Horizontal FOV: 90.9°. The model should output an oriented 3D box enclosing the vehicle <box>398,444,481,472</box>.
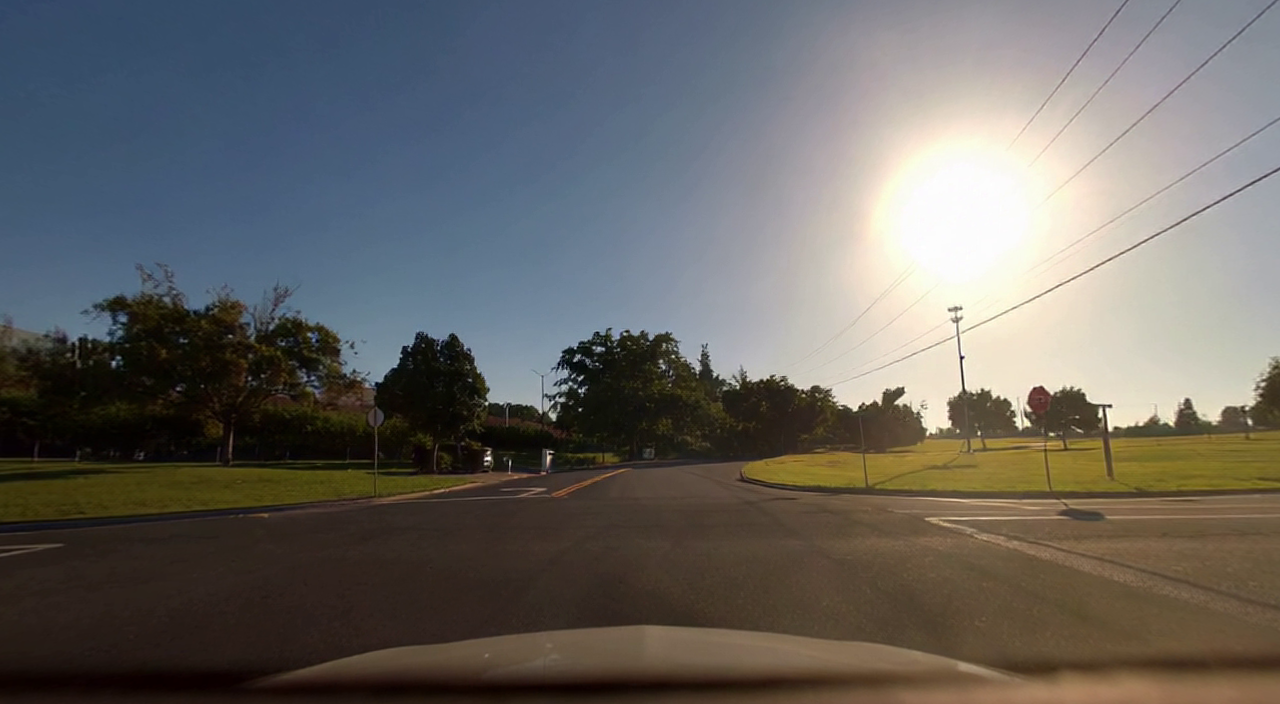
[{"bbox_3d":[-12.680,6.724,40.078,4.590,1.735,1.973,0,-9,3],"label":"vehicle"}]
